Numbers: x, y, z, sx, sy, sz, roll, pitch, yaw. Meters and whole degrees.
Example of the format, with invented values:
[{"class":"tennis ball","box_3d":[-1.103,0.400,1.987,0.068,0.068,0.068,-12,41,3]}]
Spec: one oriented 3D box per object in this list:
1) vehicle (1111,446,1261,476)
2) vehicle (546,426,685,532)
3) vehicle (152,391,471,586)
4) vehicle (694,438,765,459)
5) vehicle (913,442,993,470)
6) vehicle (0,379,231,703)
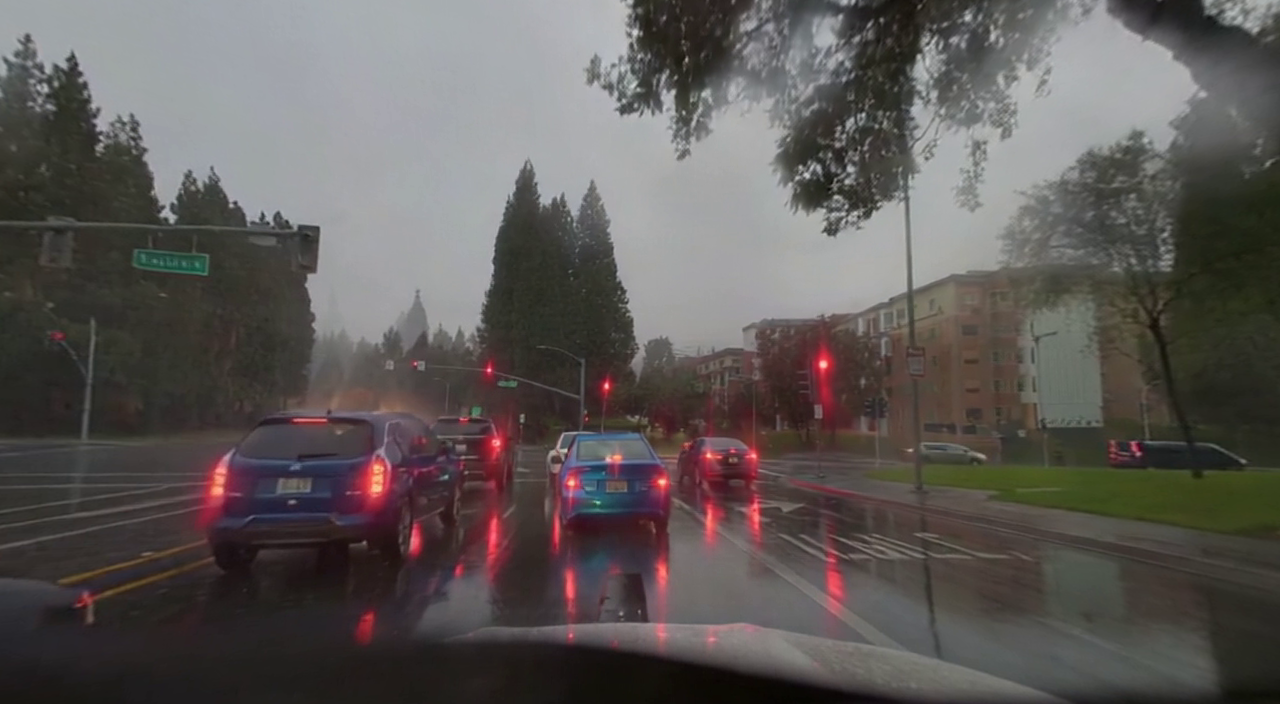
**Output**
[{"class":"vehicle","box_3d":[38.016,7.577,44.170,7.585,1.987,3.158,0,-8,-1]},{"class":"vehicle","box_3d":[-0.562,2.155,11.362,2.001,1.483,4.442,1,-9,-6]},{"class":"vehicle","box_3d":[-3.557,1.550,7.985,1.924,1.737,4.387,0,-9,-4]},{"class":"vehicle","box_3d":[6.764,7.321,48.014,4.971,1.482,1.900,2,-9,-15]},{"class":"vehicle","box_3d":[21.193,7.055,42.877,4.394,1.802,1.924,1,-9,-6]},{"class":"vehicle","box_3d":[-3.098,0.676,0.868,2.105,1.510,4.643,0,-8,-3]}]
